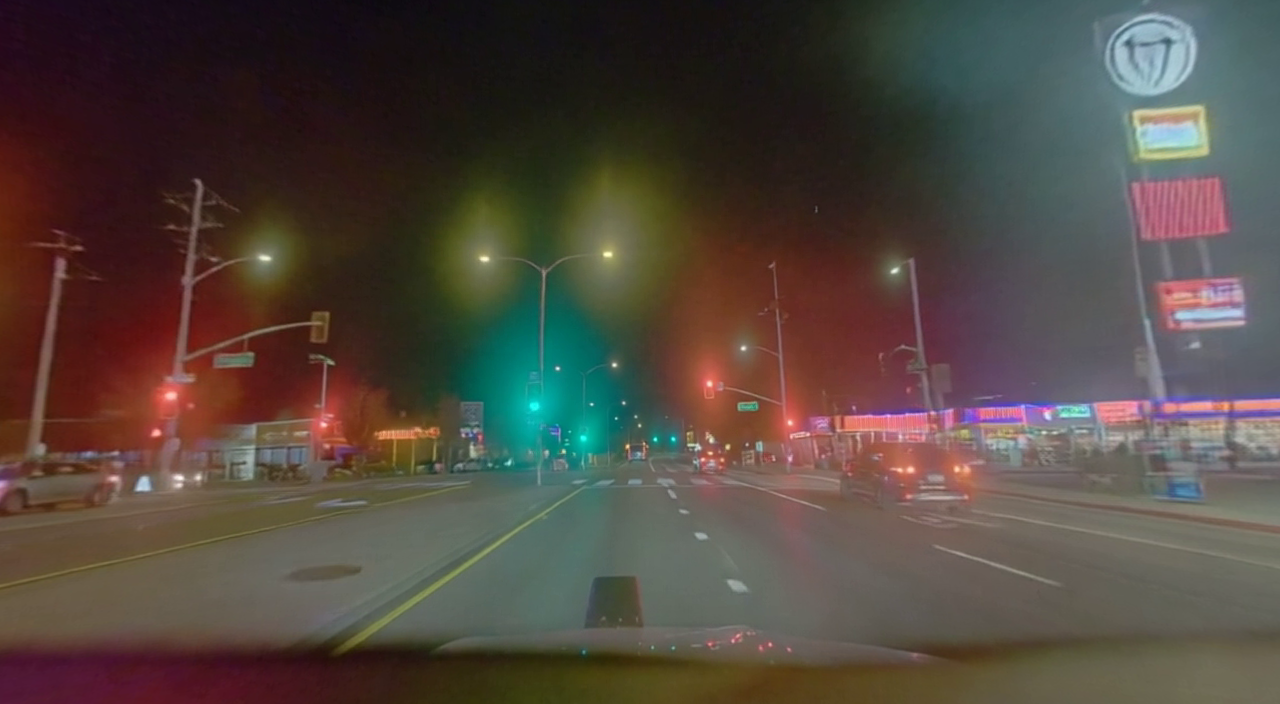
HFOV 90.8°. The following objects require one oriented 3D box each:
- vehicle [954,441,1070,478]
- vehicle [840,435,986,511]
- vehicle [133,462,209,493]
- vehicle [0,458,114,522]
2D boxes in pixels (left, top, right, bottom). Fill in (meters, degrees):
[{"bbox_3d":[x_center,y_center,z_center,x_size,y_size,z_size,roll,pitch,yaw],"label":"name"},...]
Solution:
[{"bbox_3d":[19.169,5.525,32.680,4.680,1.792,1.994,0,-8,-1],"label":"vehicle"},{"bbox_3d":[6.852,3.058,16.497,1.974,1.679,4.611,-1,-9,3],"label":"vehicle"},{"bbox_3d":[-26.342,7.068,35.526,2.803,1.565,1.715,-2,-13,-1],"label":"vehicle"},{"bbox_3d":[-18.194,3.946,18.368,1.882,1.645,4.511,0,-8,-1],"label":"vehicle"}]
